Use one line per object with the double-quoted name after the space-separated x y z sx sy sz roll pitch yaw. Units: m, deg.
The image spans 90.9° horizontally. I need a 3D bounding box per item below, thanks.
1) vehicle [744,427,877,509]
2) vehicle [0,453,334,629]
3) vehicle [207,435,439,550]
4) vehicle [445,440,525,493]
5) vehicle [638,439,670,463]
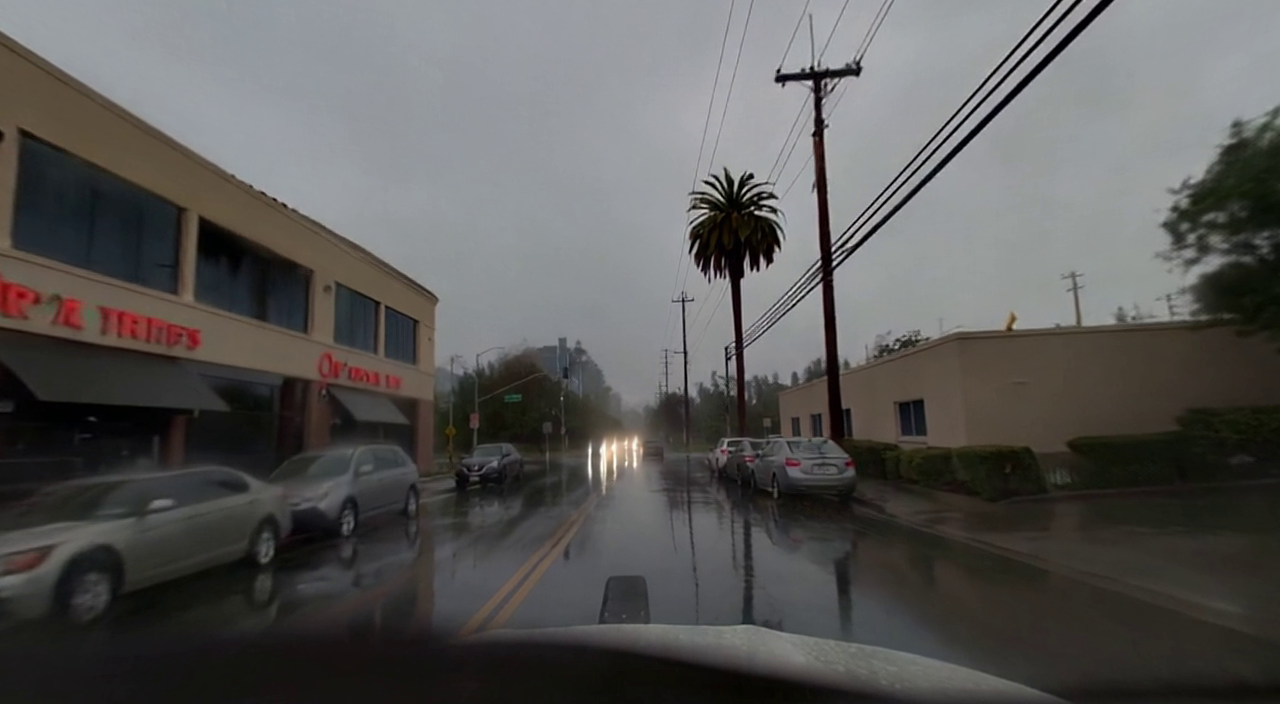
3.791 2.674 14.994 1.948 1.607 4.873 -1 -8 2 "vehicle"
-6.000 2.141 8.188 1.931 1.574 4.360 0 -8 -2 "vehicle"
-6.139 2.732 13.216 2.007 1.876 5.361 0 -8 1 "vehicle"
-5.962 4.440 24.950 2.126 1.864 4.831 0 -8 -2 "vehicle"
0.896 6.939 44.273 2.125 1.524 4.404 0 -8 0 "vehicle"
